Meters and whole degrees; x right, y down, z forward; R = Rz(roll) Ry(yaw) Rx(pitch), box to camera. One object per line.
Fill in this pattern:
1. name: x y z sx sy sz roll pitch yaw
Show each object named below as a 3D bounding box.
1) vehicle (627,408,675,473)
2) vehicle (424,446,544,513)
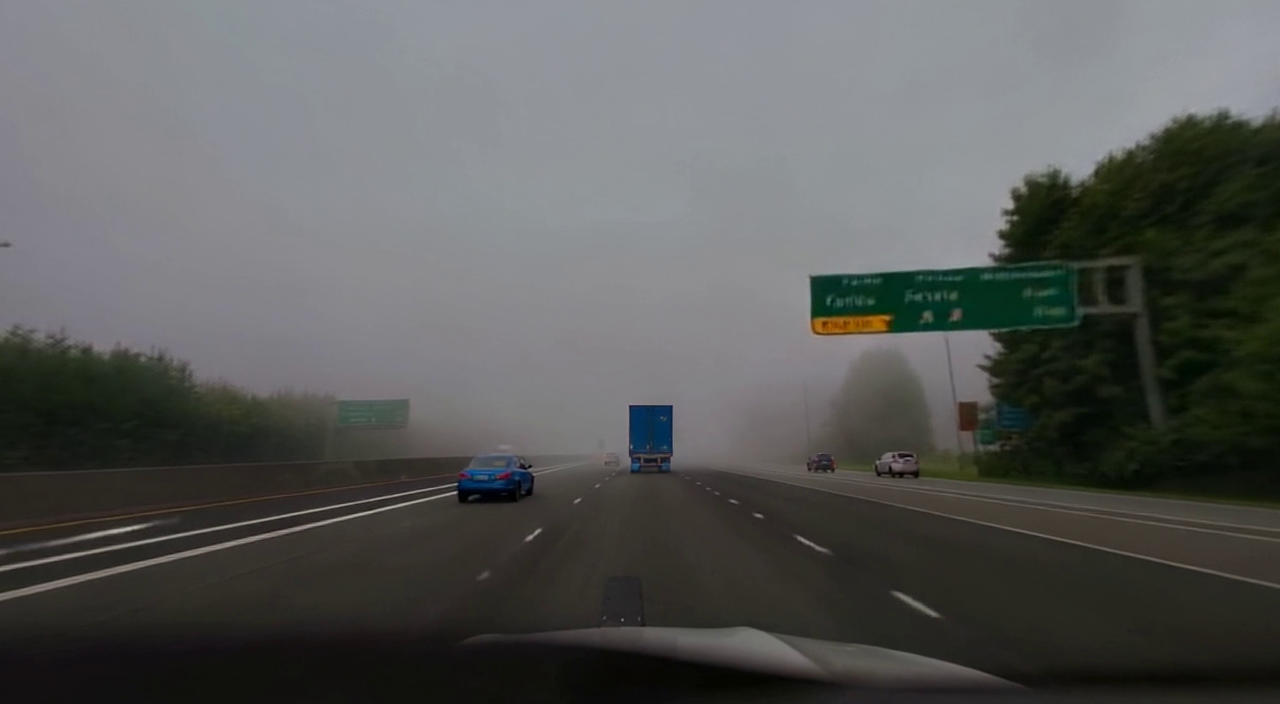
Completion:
1. vehicle: 0.722 6.313 44.736 3.022 4.072 10.318 0 -9 0
2. vehicle: -3.820 3.182 16.319 1.931 1.466 4.458 0 -9 1
